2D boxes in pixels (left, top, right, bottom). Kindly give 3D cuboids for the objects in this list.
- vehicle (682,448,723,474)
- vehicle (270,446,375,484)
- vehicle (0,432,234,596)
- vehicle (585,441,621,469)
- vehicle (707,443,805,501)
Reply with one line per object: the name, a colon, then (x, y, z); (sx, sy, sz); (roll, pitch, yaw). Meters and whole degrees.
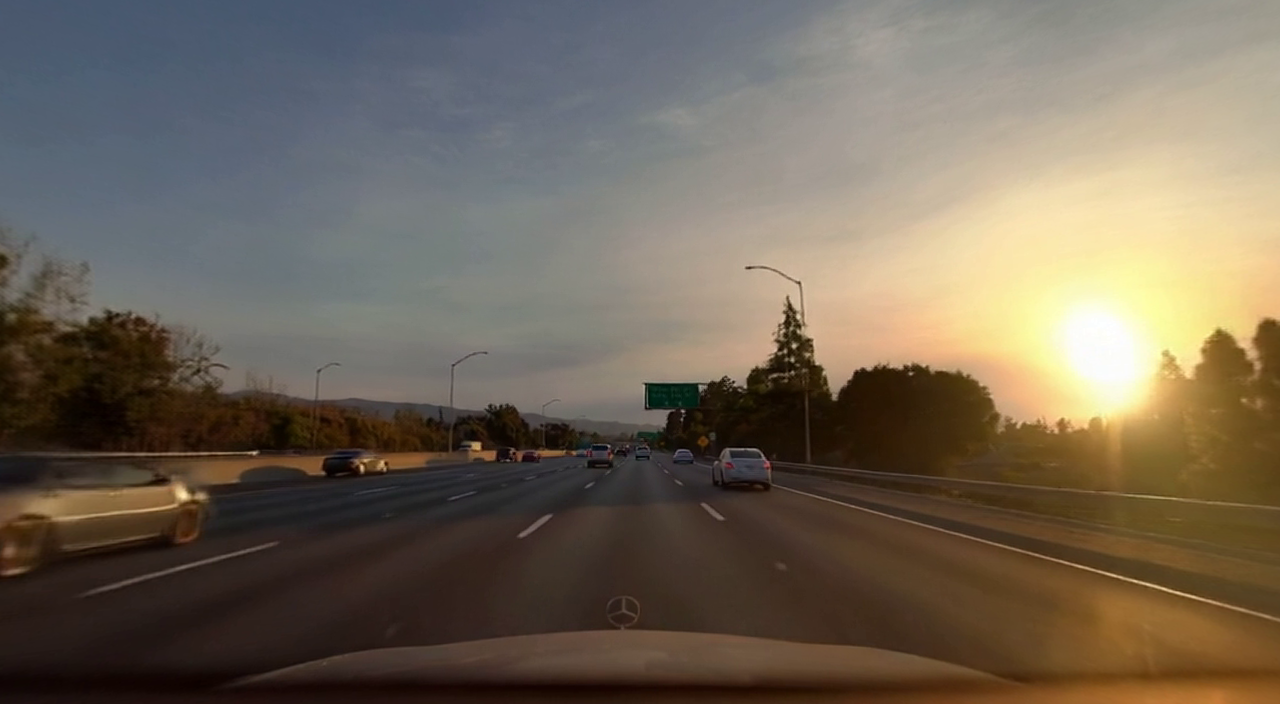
vehicle: (3.697, 6.531, 38.026); (1.929, 1.485, 4.482); (0, -9, -1)
vehicle: (-13.845, 4.934, 27.894); (1.959, 1.520, 5.068); (0, -9, 1)
vehicle: (-7.046, 1.689, 6.964); (1.977, 1.529, 4.616); (0, -9, 1)
vehicle: (-2.738, 7.833, 48.055); (2.449, 1.929, 5.503); (0, -9, 0)
vehicle: (3.384, 3.596, 19.321); (2.126, 1.529, 4.438); (0, -9, 0)
